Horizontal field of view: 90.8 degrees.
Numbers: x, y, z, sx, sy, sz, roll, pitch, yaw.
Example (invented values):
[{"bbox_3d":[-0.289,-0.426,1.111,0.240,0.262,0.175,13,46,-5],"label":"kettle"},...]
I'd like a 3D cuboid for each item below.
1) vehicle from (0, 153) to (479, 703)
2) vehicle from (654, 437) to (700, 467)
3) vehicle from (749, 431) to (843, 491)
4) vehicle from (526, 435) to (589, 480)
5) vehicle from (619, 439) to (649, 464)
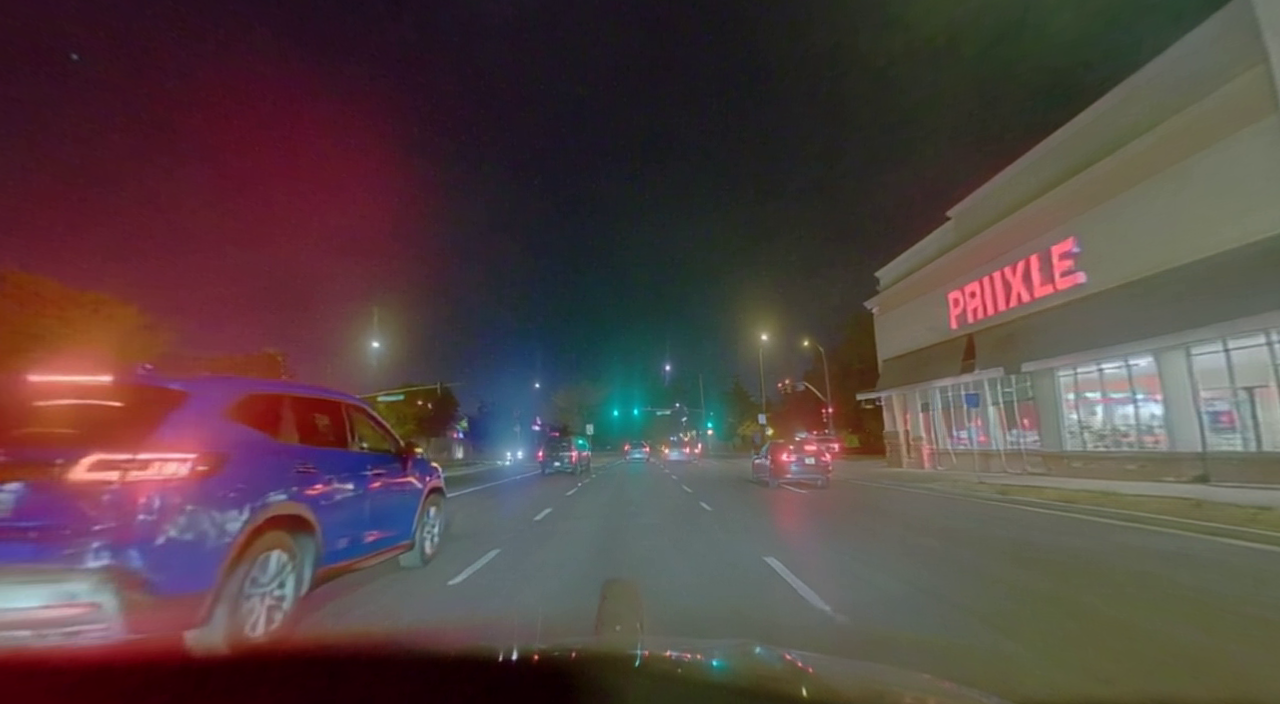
[{"bbox_3d":[-3.542,0.819,5.904,2.443,2.784,5.862,0,-9,1],"label":"vehicle"},{"bbox_3d":[2.495,6.539,41.479,2.209,1.806,4.689,-2,-9,12],"label":"vehicle"},{"bbox_3d":[4.691,3.347,19.645,1.869,1.646,4.166,0,-9,1],"label":"vehicle"},{"bbox_3d":[-3.368,4.434,26.656,2.030,1.724,4.365,0,-9,1],"label":"vehicle"},{"bbox_3d":[-0.473,7.508,47.660,2.130,1.725,4.223,0,-9,-1],"label":"vehicle"}]
